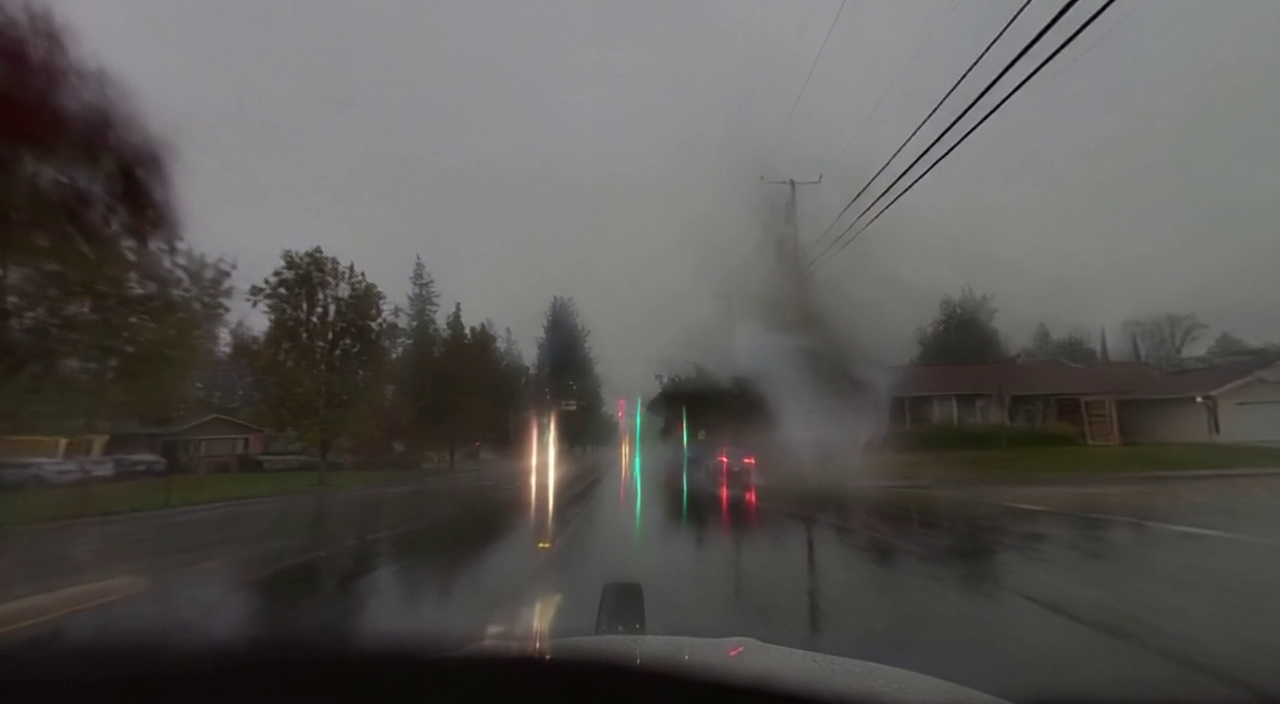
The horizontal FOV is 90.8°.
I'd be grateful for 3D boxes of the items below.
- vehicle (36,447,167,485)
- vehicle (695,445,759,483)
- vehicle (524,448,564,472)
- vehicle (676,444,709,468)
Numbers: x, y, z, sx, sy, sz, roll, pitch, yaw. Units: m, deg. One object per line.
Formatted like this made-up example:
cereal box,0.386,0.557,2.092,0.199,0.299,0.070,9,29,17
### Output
vehicle,-28.639,6.054,33.725,4.750,1.845,2.382,-1,-8,-1
vehicle,3.736,4.885,27.940,2.031,1.500,4.590,-1,-8,-1
vehicle,-6.501,7.322,43.189,2.049,1.494,4.226,-1,-8,0
vehicle,3.977,7.986,48.707,2.020,1.690,4.621,-1,-9,-1
